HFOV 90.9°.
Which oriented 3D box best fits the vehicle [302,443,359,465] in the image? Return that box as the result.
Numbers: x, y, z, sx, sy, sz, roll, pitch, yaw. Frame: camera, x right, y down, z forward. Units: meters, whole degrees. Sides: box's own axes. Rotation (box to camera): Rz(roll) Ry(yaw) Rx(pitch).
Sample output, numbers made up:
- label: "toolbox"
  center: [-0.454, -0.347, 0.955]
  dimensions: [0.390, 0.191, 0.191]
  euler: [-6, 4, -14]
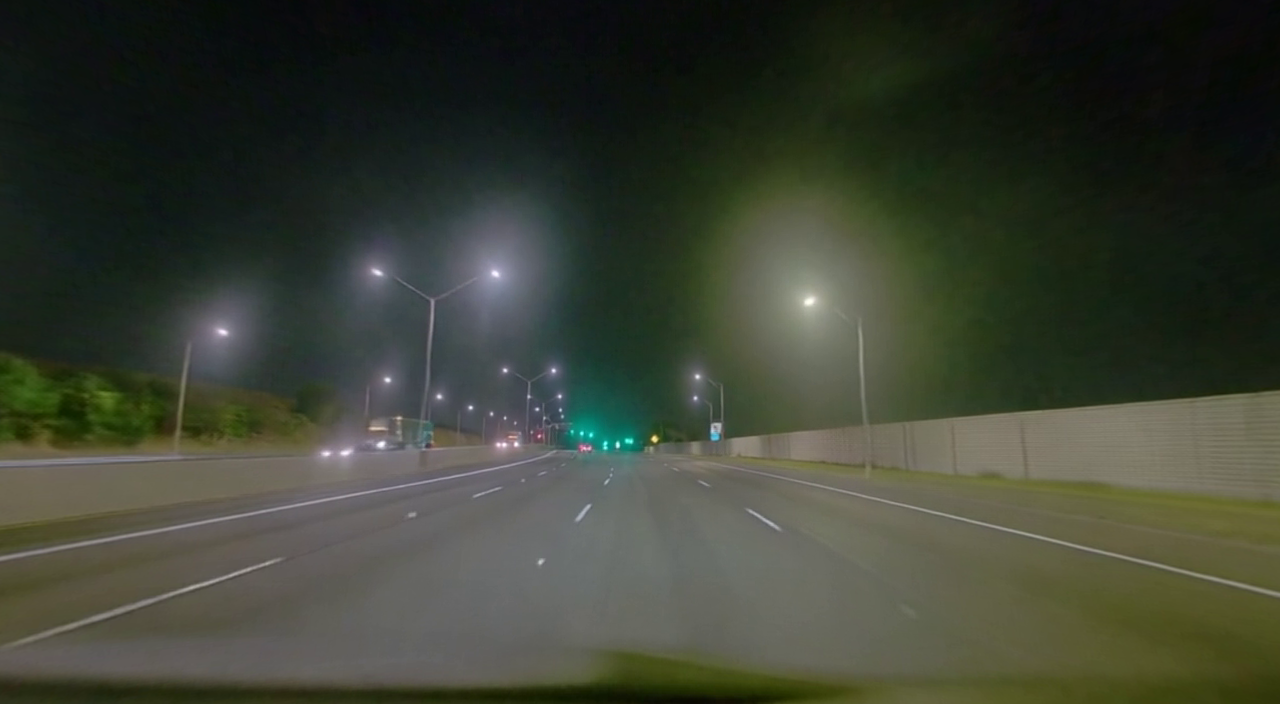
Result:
- label: "vehicle"
  center: [-22.720, 7.480, 46.441]
  dimensions: [1.905, 1.477, 4.669]
  euler: [0, -8, -1]
